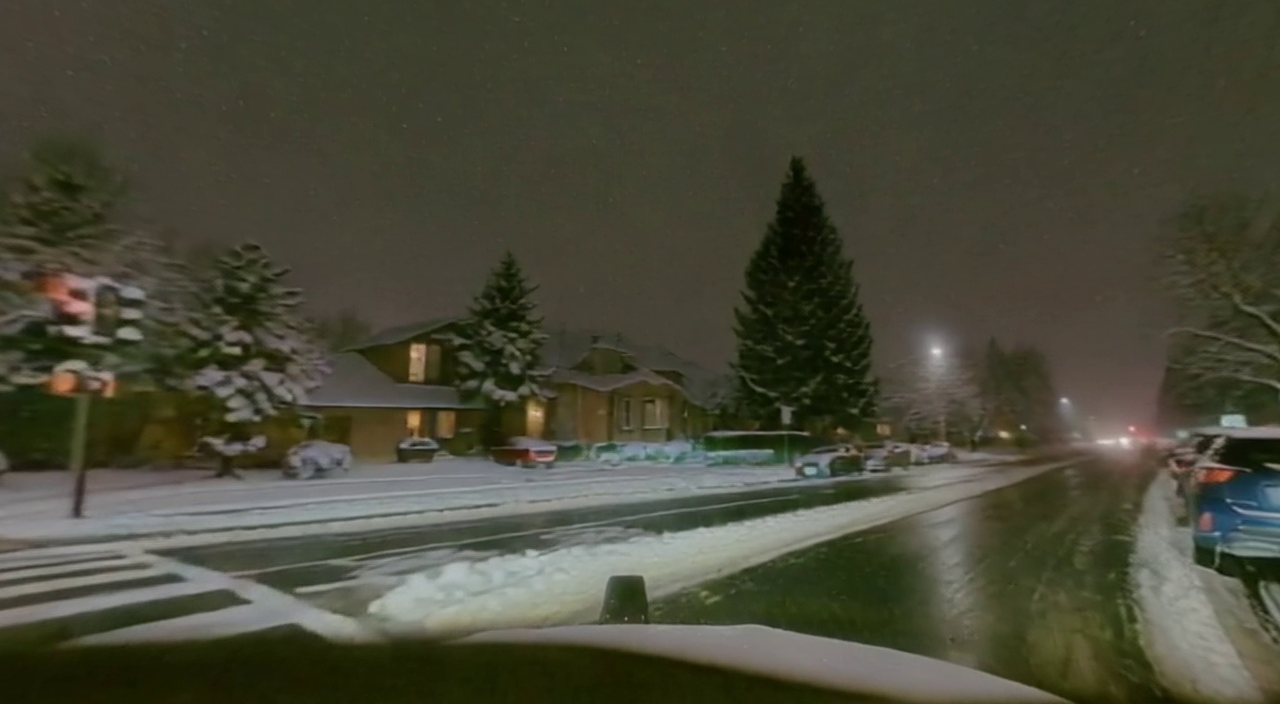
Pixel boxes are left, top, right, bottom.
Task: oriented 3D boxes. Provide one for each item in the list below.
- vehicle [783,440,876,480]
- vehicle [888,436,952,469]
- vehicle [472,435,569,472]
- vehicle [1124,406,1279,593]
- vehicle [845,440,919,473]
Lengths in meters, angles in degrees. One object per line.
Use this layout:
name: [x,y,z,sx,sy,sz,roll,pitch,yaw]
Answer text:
vehicle: [7.974,4.455,26.224,1.963,1.470,4.671,-9,-12,38]
vehicle: [15.817,5.638,35.468,1.973,1.755,4.528,-8,-12,40]
vehicle: [-5.736,4.793,29.997,4.554,1.595,2.028,-7,-11,39]
vehicle: [7.348,1.550,7.297,2.315,1.668,4.425,-8,-11,41]
vehicle: [11.935,5.114,30.928,1.948,1.477,4.518,-9,-12,39]
